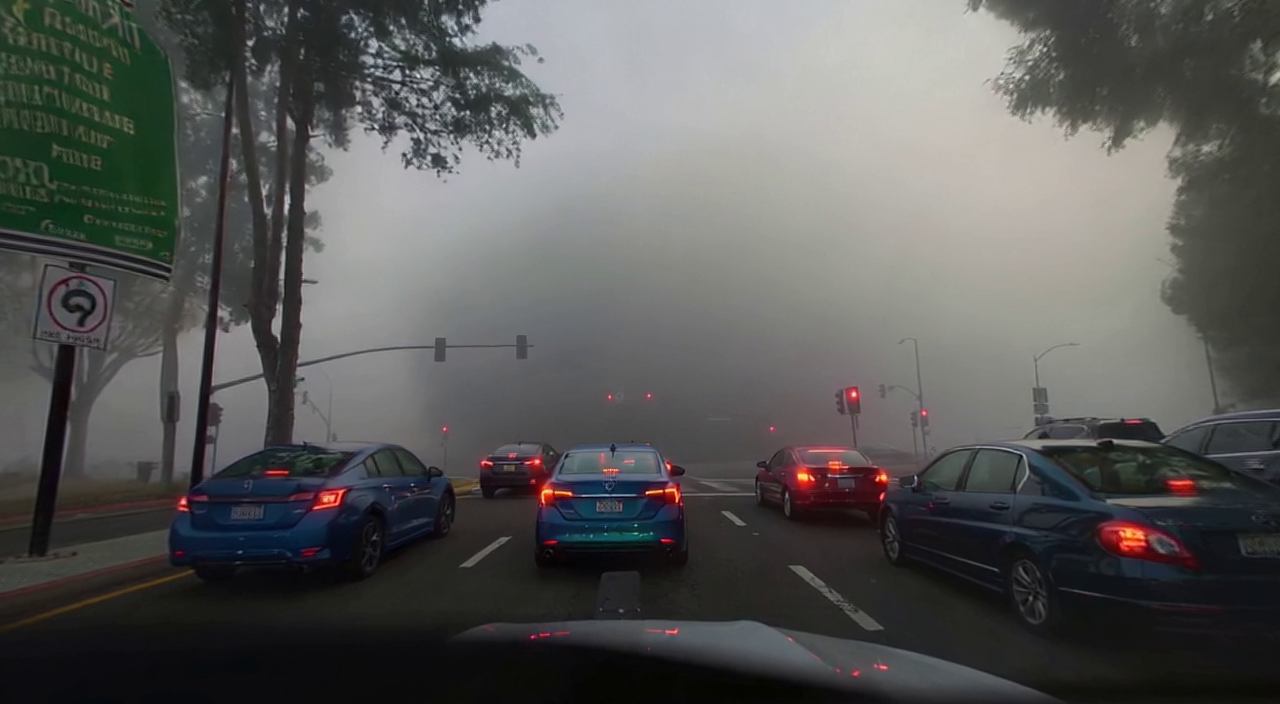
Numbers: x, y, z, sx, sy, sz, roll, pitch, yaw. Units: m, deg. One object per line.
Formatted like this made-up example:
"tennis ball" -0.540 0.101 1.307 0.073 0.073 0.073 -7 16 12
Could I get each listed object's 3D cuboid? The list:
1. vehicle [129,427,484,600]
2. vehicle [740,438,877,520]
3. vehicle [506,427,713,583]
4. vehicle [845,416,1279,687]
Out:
"vehicle" -3.365 1.696 7.516 1.929 1.457 4.136 0 -9 0
"vehicle" 3.398 2.622 13.557 1.852 1.498 3.825 0 -9 -1
"vehicle" -0.322 1.750 7.975 1.994 1.479 3.647 0 -9 -1
"vehicle" 3.607 1.434 5.775 1.953 1.471 4.470 0 -9 0
